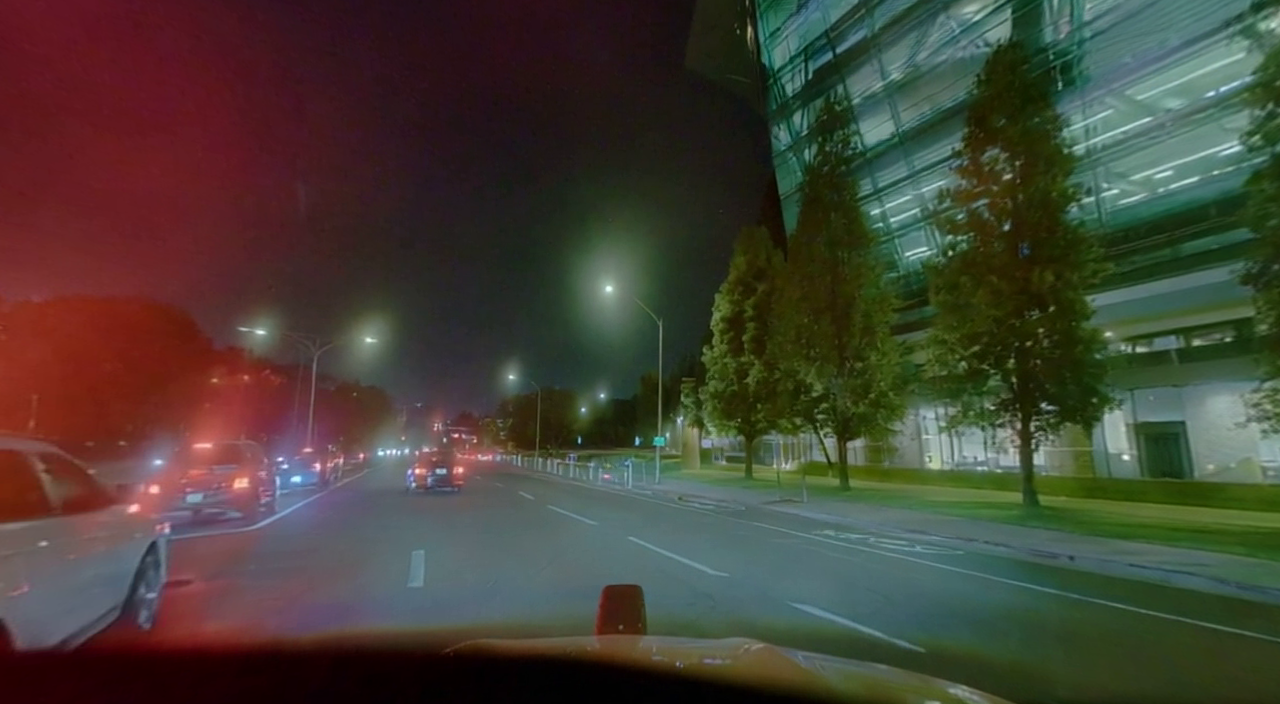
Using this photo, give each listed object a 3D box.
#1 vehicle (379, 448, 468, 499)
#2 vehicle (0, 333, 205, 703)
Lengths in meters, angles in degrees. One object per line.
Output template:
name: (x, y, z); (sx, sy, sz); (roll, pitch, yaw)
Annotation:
vehicle: (-7.652, 4.109, 21.819); (2.205, 1.537, 4.895); (4, -9, -27)
vehicle: (-4.585, 1.082, 4.044); (2.275, 1.819, 4.883); (4, -10, -28)
